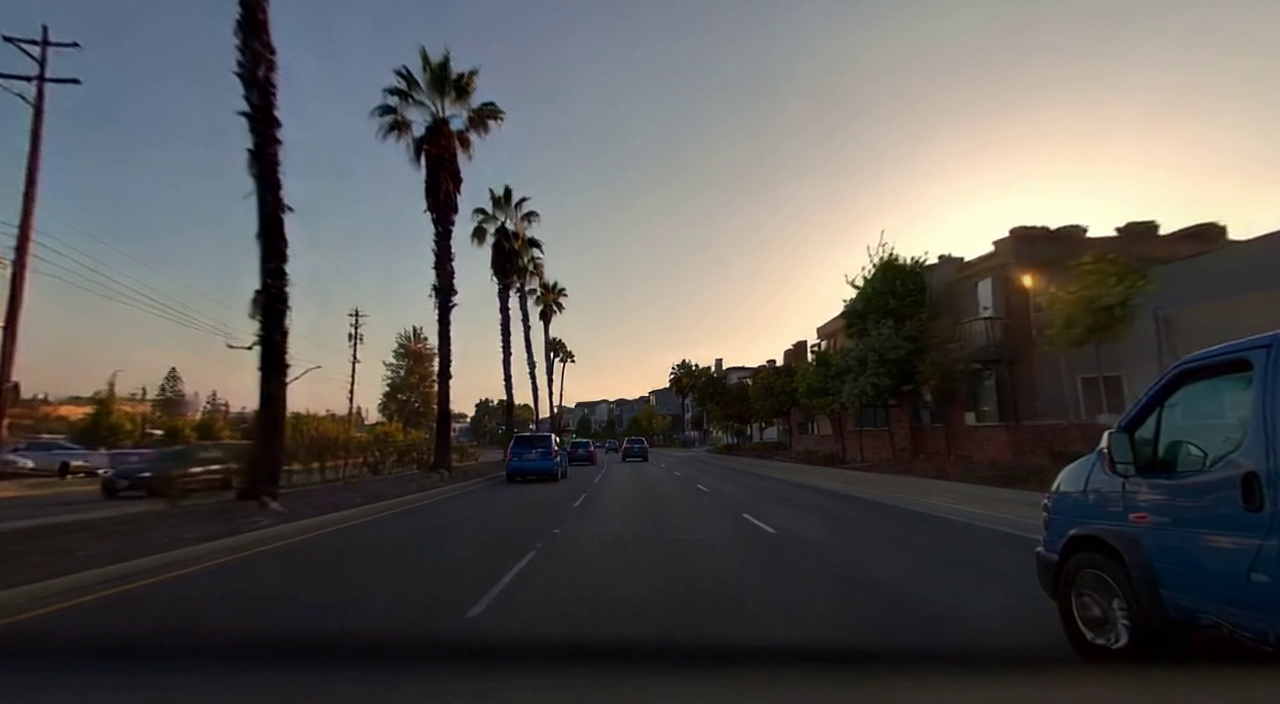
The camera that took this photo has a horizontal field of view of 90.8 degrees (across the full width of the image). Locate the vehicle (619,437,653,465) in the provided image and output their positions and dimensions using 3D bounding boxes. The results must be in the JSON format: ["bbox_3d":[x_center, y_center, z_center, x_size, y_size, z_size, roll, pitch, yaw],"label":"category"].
[{"bbox_3d":[-0.291,6.725,42.939,2.191,1.761,3.857,0,-8,-2],"label":"vehicle"}]

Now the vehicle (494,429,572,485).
[{"bbox_3d":[-3.527,3.559,21.612,1.967,1.703,4.157,0,-8,0],"label":"vehicle"}]

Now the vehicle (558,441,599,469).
[{"bbox_3d":[-3.302,5.591,34.469,1.869,1.454,4.142,0,-8,-1],"label":"vehicle"}]

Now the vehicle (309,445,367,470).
[{"bbox_3d":[-22.182,7.744,46.601,1.994,1.651,4.681,-1,-8,-1],"label":"vehicle"}]

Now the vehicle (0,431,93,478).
[{"bbox_3d":[-30.180,4.948,30.540,5.583,2.103,2.086,-1,-6,2],"label":"vehicle"}]

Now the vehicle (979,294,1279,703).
[{"bbox_3d":[3.633,0.688,2.125,2.234,1.912,4.847,0,-8,0],"label":"vehicle"}]

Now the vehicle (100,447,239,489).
[{"bbox_3d":[-18.678,4.590,25.422,1.911,1.479,4.713,0,-9,1],"label":"vehicle"}]
